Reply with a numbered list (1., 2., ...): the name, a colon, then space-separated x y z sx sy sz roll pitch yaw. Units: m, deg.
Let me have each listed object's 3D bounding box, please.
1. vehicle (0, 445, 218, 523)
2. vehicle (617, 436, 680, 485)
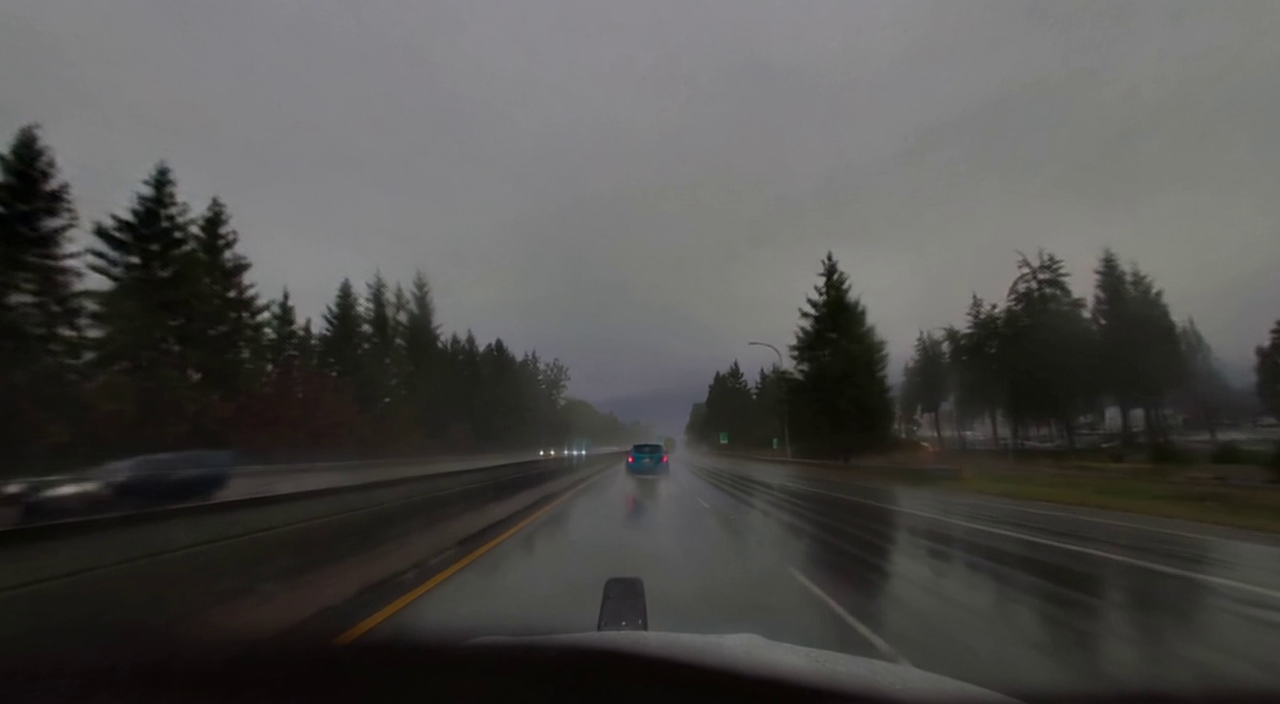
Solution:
1. vehicle: -12.280 2.880 14.352 2.009 1.446 4.694 0 -9 1
2. vehicle: 0.309 4.117 24.118 2.190 1.706 4.062 0 -9 0
